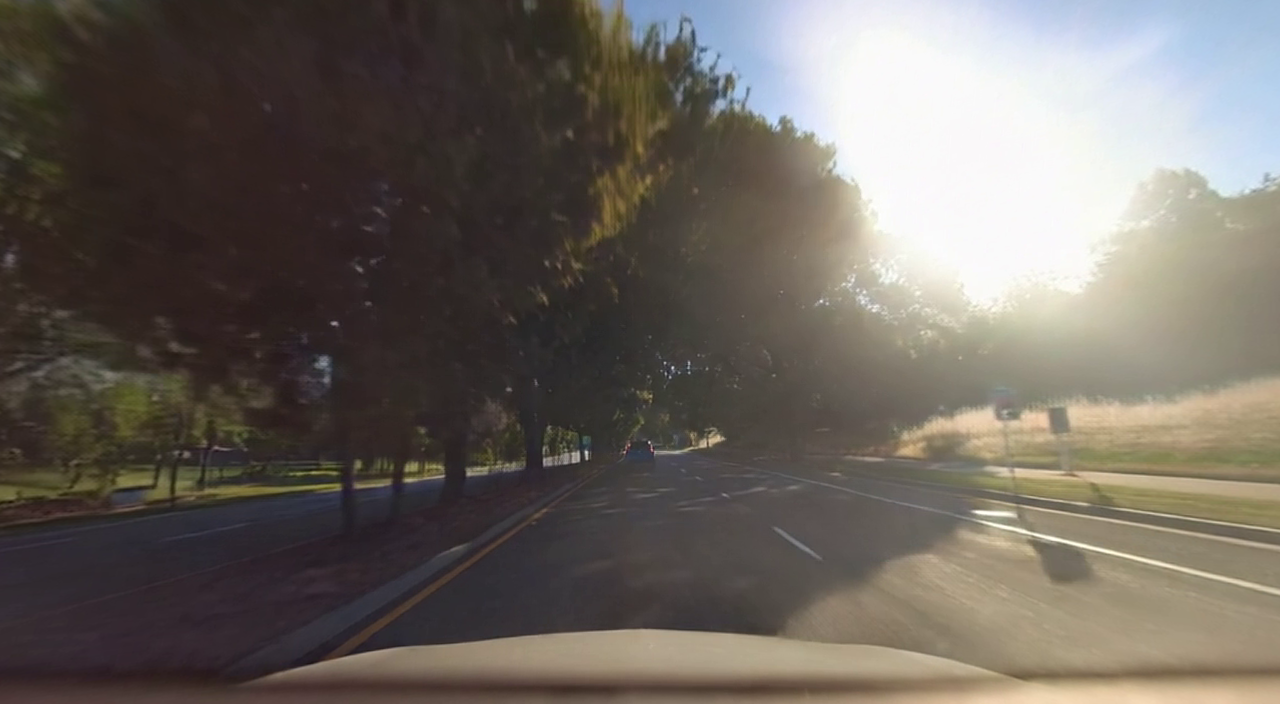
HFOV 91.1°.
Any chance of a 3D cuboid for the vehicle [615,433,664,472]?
[{"bbox_3d":[-0.019,4.940,30.971,2.256,1.734,4.176,0,-8,0],"label":"vehicle"}]
